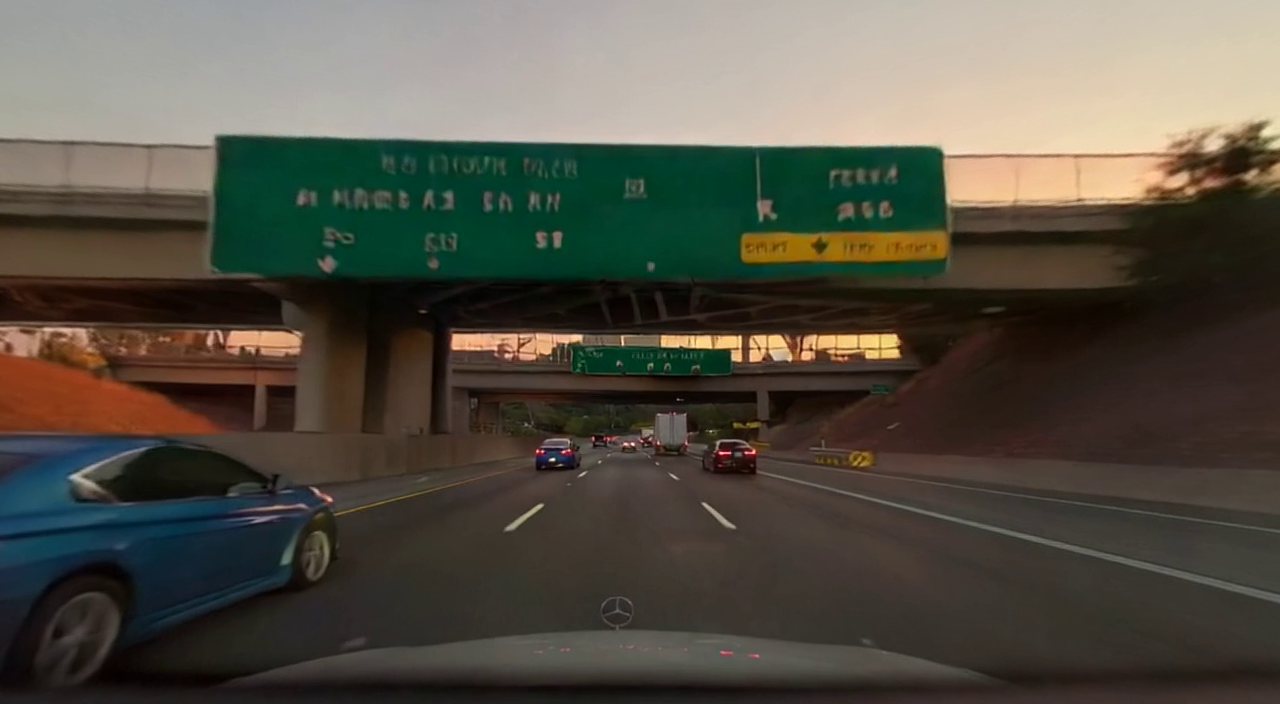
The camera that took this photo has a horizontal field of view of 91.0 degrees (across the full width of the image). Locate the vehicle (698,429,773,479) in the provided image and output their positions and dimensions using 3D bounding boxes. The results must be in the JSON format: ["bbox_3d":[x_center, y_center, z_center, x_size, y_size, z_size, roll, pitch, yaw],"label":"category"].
[{"bbox_3d":[3.390,3.715,23.210,2.001,1.625,4.088,0,-8,-1],"label":"vehicle"}]

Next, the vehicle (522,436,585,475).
[{"bbox_3d":[-3.588,4.373,26.917,2.064,1.479,4.370,-1,-8,0],"label":"vehicle"}]

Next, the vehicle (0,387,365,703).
[{"bbox_3d":[-3.483,1.016,3.230,2.122,1.486,4.532,-1,-8,0],"label":"vehicle"}]
